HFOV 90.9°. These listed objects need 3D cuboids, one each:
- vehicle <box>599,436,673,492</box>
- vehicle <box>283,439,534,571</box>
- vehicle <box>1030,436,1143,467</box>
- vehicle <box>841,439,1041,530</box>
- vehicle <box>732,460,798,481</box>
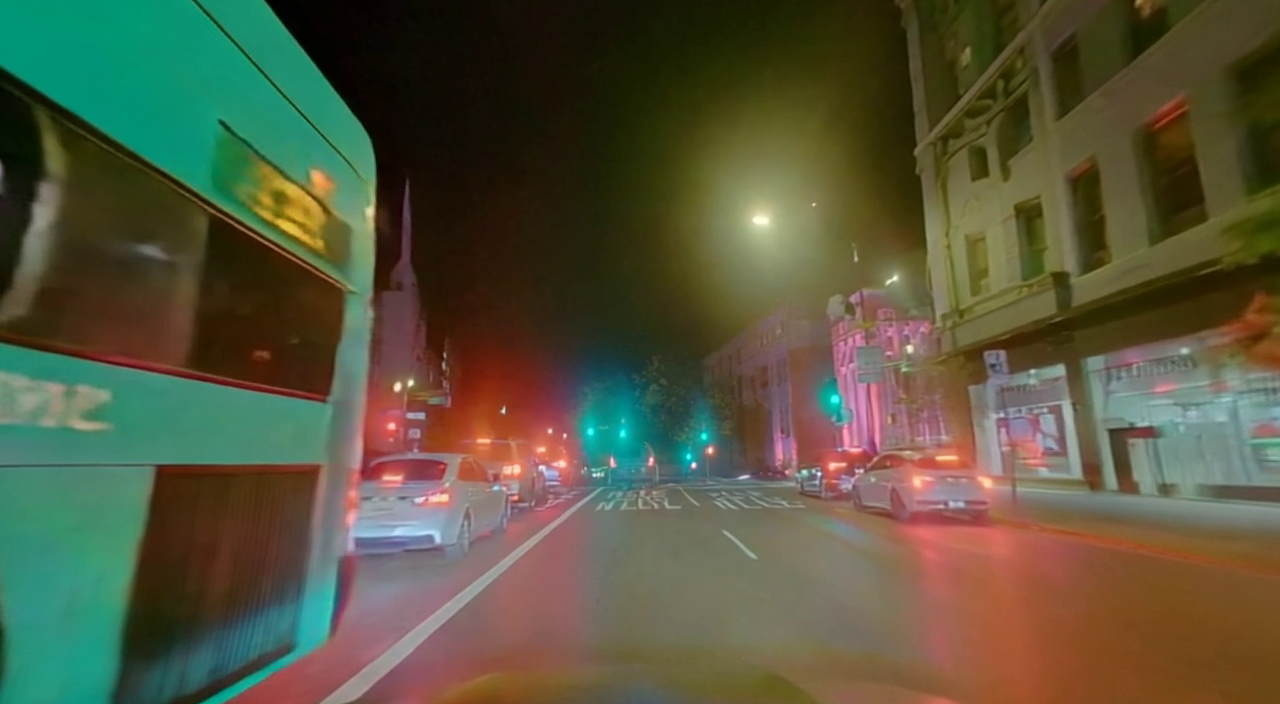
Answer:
[{"bbox_3d":[-0.023,3.901,22.385,2.328,1.746,5.072,-1,-9,3],"label":"vehicle"},{"bbox_3d":[-2.973,2.050,9.335,1.930,1.450,4.497,0,-8,1],"label":"vehicle"},{"bbox_3d":[23.755,5.298,33.669,4.598,1.519,1.994,0,-9,-5],"label":"vehicle"},{"bbox_3d":[5.908,2.624,13.156,1.919,1.529,4.558,0,-9,0],"label":"vehicle"},{"bbox_3d":[9.839,9.355,49.801,4.766,1.502,1.891,-2,-11,-1],"label":"vehicle"}]
